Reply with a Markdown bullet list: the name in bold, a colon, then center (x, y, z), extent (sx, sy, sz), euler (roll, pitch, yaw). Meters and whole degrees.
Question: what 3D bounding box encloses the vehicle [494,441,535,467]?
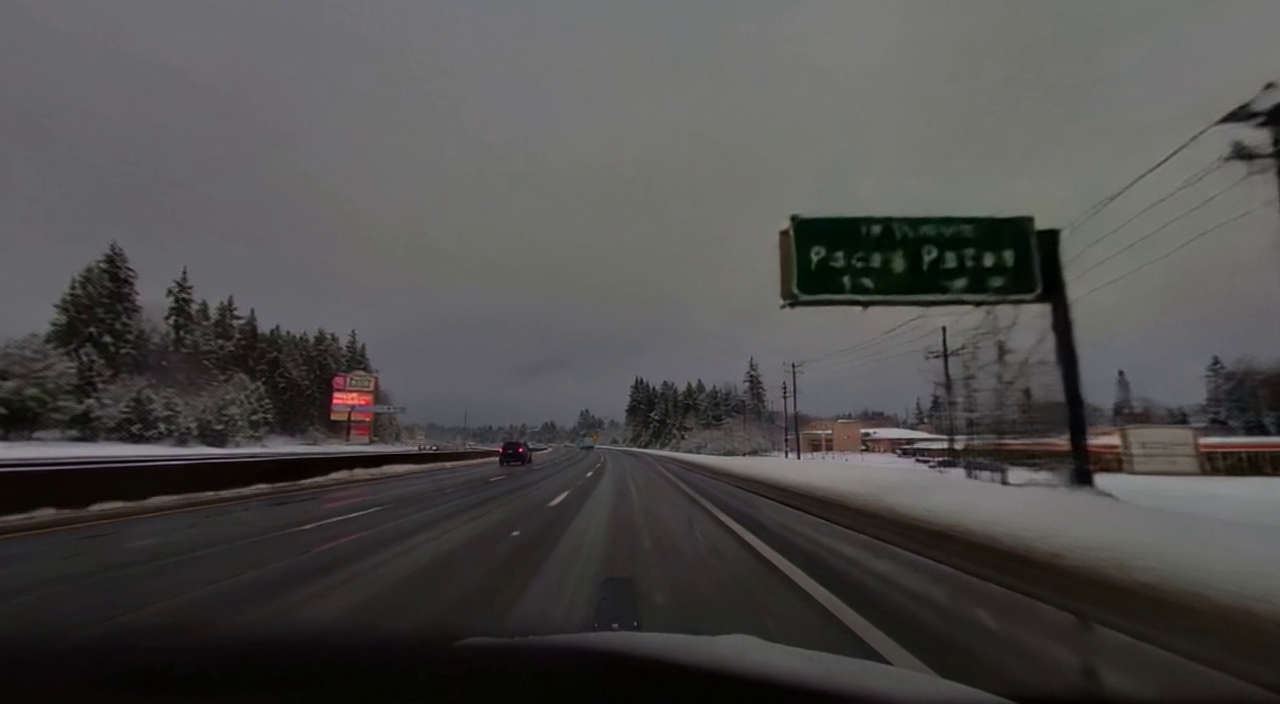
- **vehicle**: center (-8.612, 7.008, 43.730), extent (2.053, 1.682, 4.423), euler (0, -8, -1)
